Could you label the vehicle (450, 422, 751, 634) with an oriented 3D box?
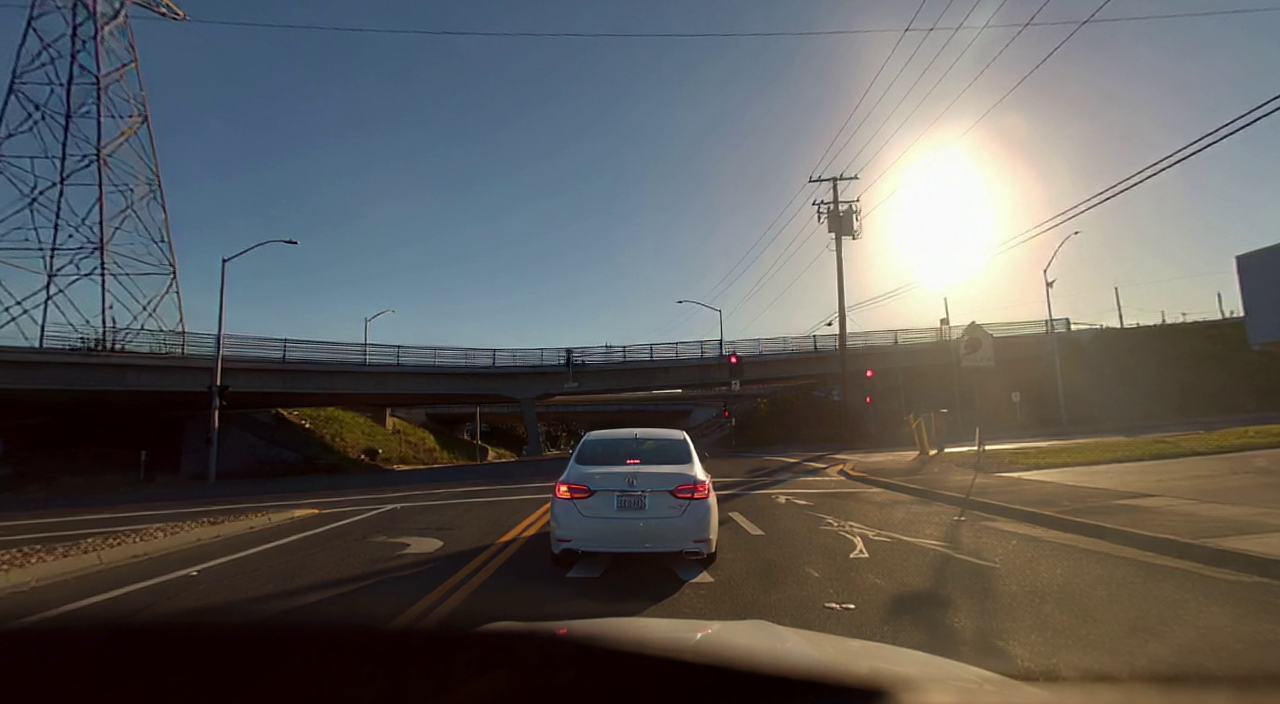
[{"bbox_3d":[-0.240,1.534,6.476,2.090,1.458,4.033,-1,-9,1],"label":"vehicle"}]
